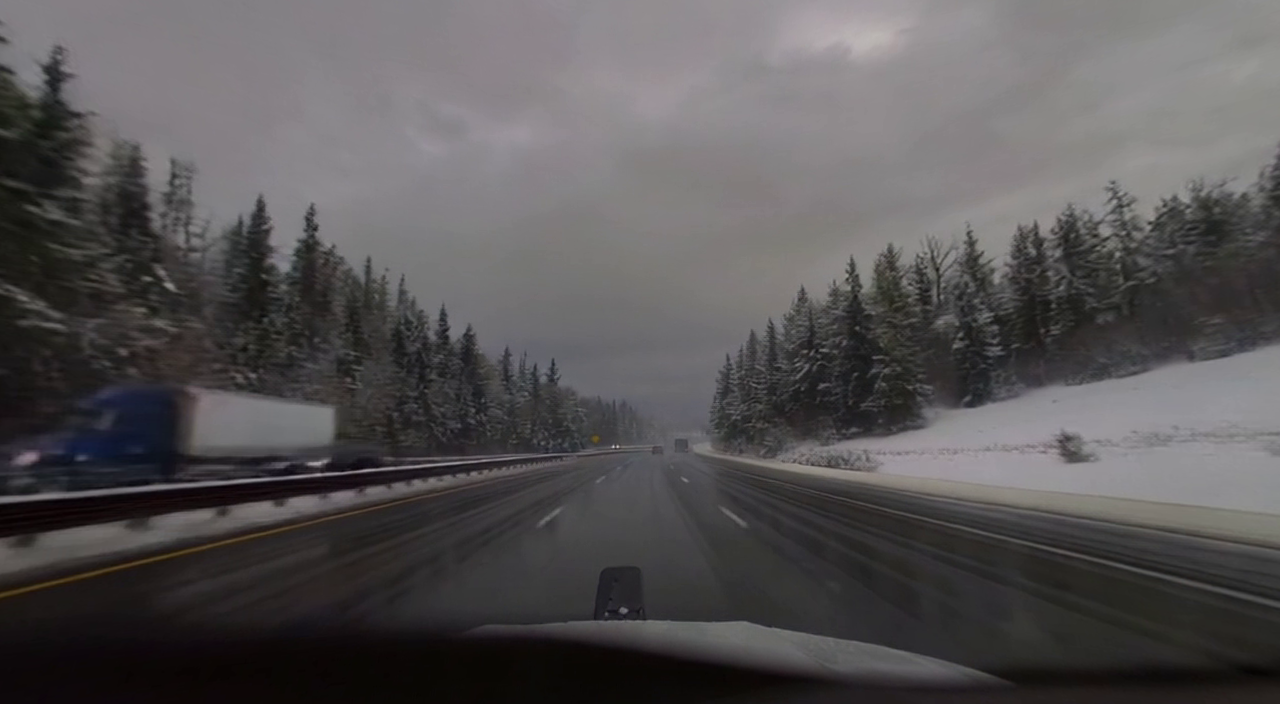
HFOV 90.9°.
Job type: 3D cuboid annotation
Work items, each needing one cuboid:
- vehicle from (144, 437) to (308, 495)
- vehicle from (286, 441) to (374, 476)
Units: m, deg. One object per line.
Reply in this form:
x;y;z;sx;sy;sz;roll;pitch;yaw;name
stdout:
-12.273;3.399;19.135;1.890;1.525;4.428;0;-9;1;vehicle
-15.540;5.375;31.957;2.018;1.604;4.603;0;-9;1;vehicle
